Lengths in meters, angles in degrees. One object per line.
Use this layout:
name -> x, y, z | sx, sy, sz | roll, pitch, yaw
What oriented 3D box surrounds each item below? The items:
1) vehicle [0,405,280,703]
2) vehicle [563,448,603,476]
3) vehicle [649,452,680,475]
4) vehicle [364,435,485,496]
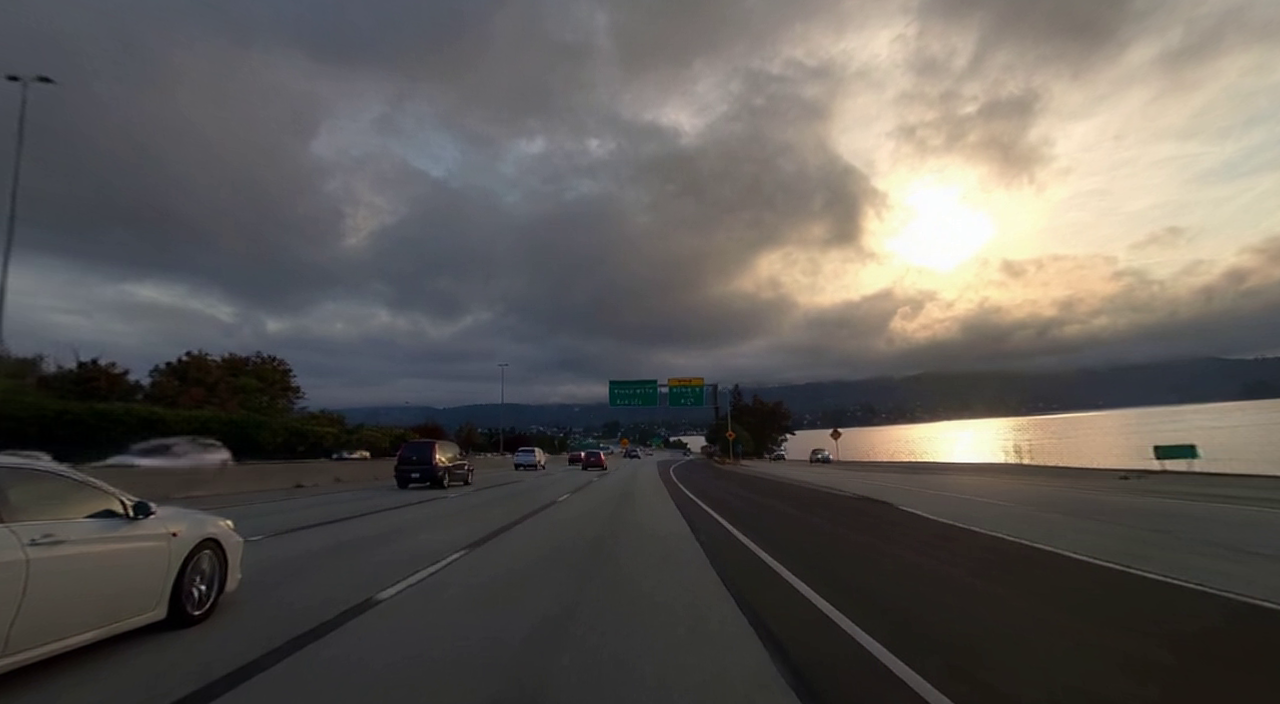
vehicle -> -4.167, 1.039, 3.112 | 2.027, 1.547, 4.511 | 0, -9, 1
vehicle -> -3.729, 7.307, 42.118 | 2.132, 1.708, 4.571 | 0, -9, 2
vehicle -> 1.832, 8.194, 46.438 | 2.153, 1.510, 4.646 | 0, -9, 2
vehicle -> -7.502, 4.009, 22.742 | 2.250, 1.870, 5.647 | 0, -9, 1
